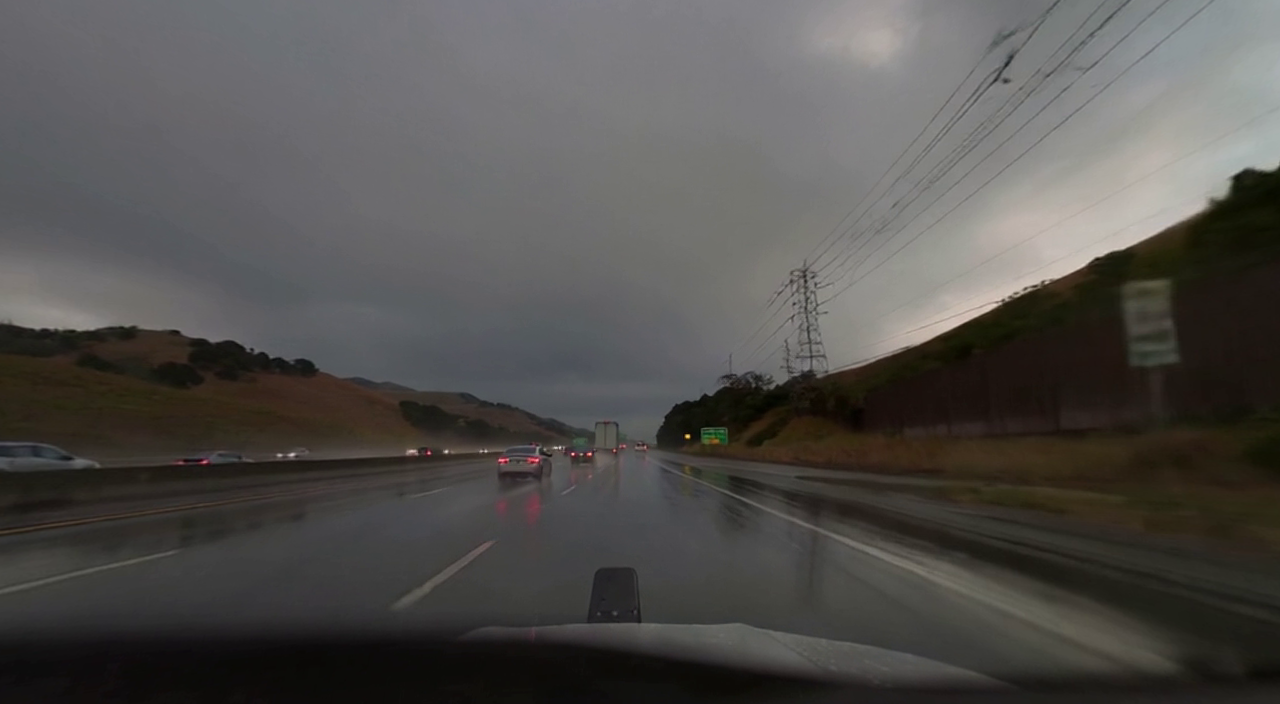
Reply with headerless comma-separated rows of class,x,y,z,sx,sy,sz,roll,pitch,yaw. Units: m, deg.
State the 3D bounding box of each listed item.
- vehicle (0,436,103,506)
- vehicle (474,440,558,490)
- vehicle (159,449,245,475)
vehicle,-14.823,2.550,13.492,2.015,1.505,5.310,0,-9,0
vehicle,-4.166,3.856,21.979,1.963,1.533,4.477,0,-9,0
vehicle,-26.089,6.533,37.810,1.841,1.449,4.570,0,-9,0
